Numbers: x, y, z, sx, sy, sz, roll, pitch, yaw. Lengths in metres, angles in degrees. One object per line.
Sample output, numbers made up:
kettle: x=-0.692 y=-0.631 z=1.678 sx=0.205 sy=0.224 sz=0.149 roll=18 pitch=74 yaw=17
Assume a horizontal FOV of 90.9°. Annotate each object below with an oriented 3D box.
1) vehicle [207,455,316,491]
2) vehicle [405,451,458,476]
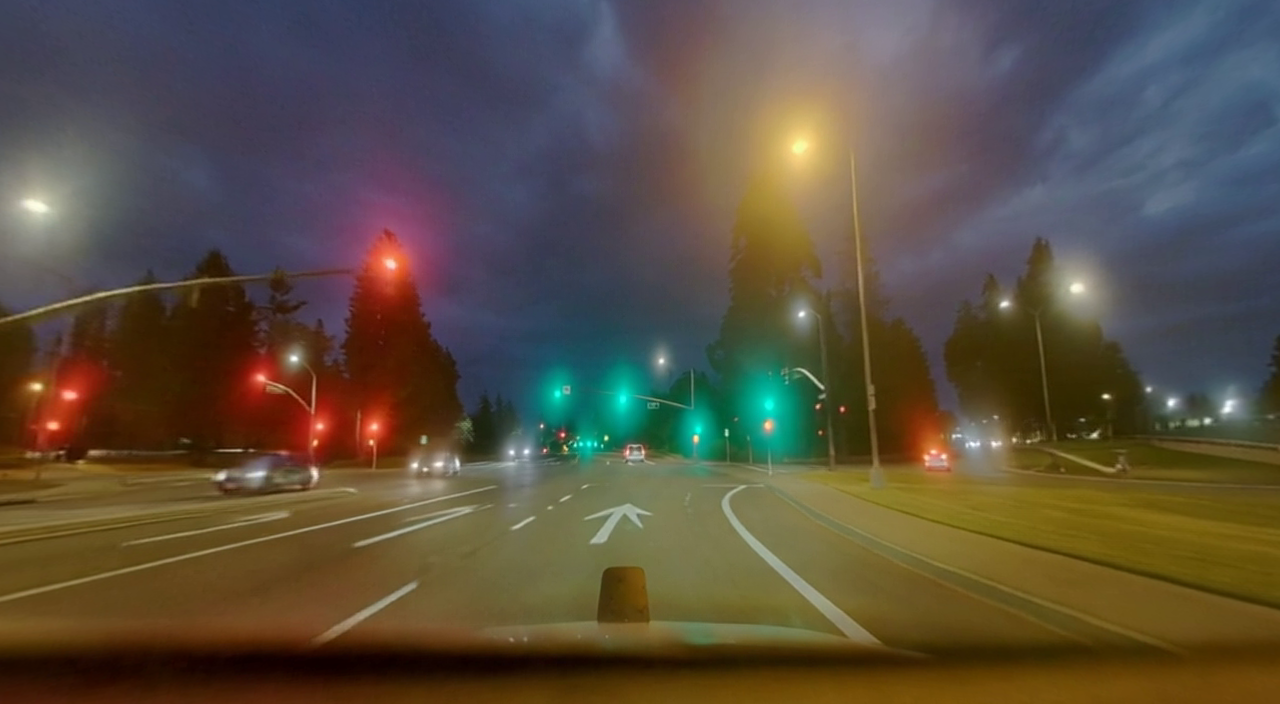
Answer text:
vehicle: x=-16.218 y=5.186 z=27.384 sx=1.818 sy=1.384 sz=4.874 roll=0 pitch=-9 yaw=-1
vehicle: x=-13.400 y=7.178 z=40.832 sx=1.969 sy=1.500 sz=4.417 roll=0 pitch=-9 yaw=-1
